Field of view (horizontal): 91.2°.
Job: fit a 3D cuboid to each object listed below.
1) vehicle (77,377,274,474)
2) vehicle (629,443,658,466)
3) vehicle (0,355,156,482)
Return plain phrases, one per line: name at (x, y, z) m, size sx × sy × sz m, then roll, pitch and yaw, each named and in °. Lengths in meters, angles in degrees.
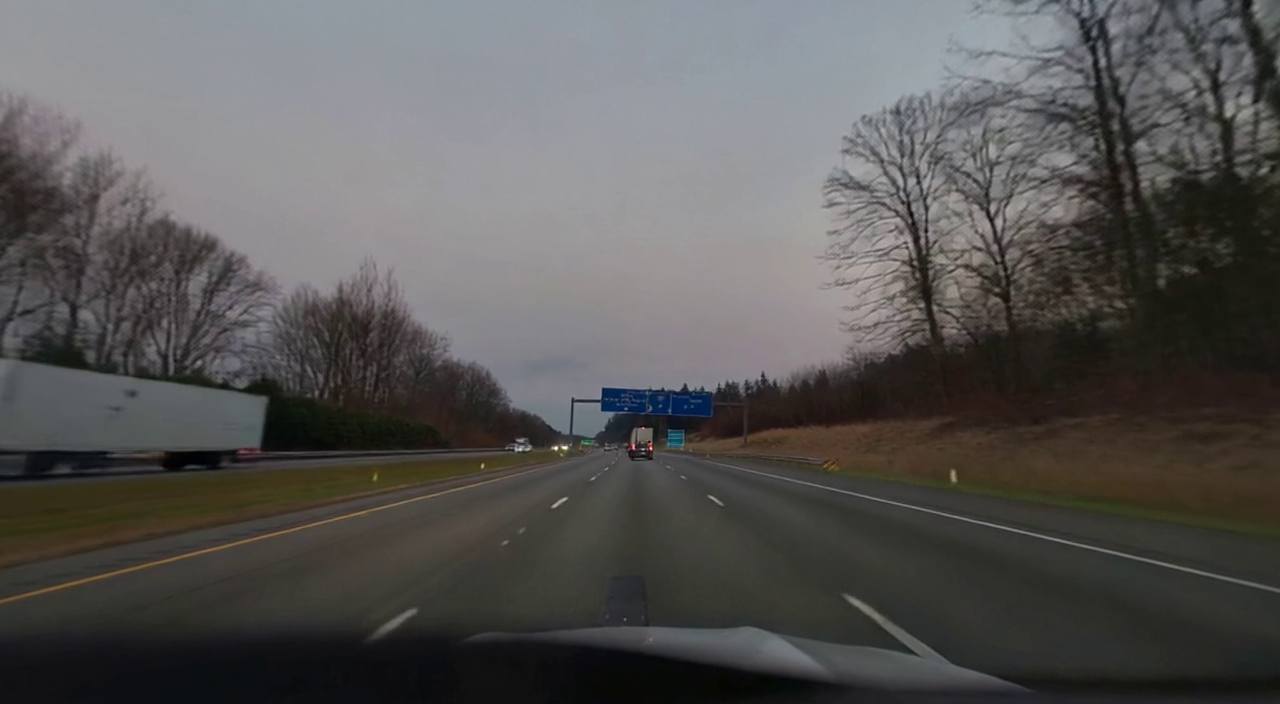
vehicle at (-21.955, 3.705, 30.595) m, size 3.024 × 4.048 × 8.451 m, roll 0°, pitch -8°, yaw 0°
vehicle at (0.215, 6.919, 42.440) m, size 1.859 × 1.478 × 3.799 m, roll 0°, pitch -8°, yaw 0°
vehicle at (-21.952, 2.304, 21.196) m, size 2.993 × 4.028 × 10.213 m, roll 0°, pitch -8°, yaw 0°
